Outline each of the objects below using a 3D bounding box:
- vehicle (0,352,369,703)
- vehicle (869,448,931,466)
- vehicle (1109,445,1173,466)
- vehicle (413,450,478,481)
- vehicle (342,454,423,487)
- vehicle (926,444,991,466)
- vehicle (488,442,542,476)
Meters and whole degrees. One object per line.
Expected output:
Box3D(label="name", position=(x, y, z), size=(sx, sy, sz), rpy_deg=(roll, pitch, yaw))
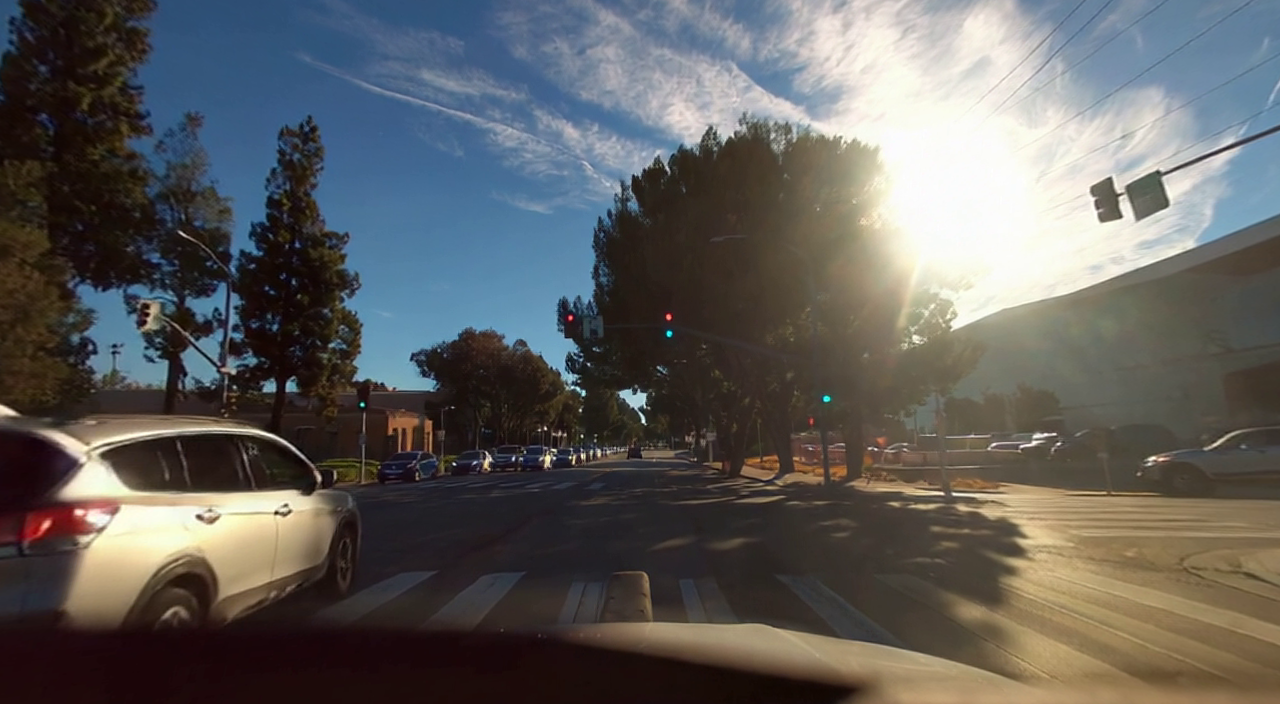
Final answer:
Box3D(label="vehicle", position=(-3.884, 1.207, 4.874), size=(2.000, 1.789, 4.638), rpy_deg=(1, -8, -7))
Box3D(label="vehicle", position=(20.503, 8.253, 49.768), size=(4.120, 1.340, 1.654), rpy_deg=(-1, -8, 4))
Box3D(label="vehicle", position=(38.485, 7.943, 48.573), size=(1.837, 1.514, 4.786), rpy_deg=(-2, -9, 13))
Box3D(label="vehicle", position=(-10.633, 6.202, 34.854), size=(2.041, 1.548, 4.868), rpy_deg=(0, -8, 0))
Box3D(label="vehicle", position=(-13.126, 6.045, 32.484), size=(2.011, 1.480, 4.747), rpy_deg=(0, -8, 3))
Box3D(label="vehicle", position=(21.476, 6.959, 42.512), size=(3.576, 1.425, 1.702), rpy_deg=(2, -9, -12))
Box3D(label="vehicle", position=(-7.163, 6.158, 36.618), size=(2.081, 1.818, 4.782), rpy_deg=(0, -8, 1))
